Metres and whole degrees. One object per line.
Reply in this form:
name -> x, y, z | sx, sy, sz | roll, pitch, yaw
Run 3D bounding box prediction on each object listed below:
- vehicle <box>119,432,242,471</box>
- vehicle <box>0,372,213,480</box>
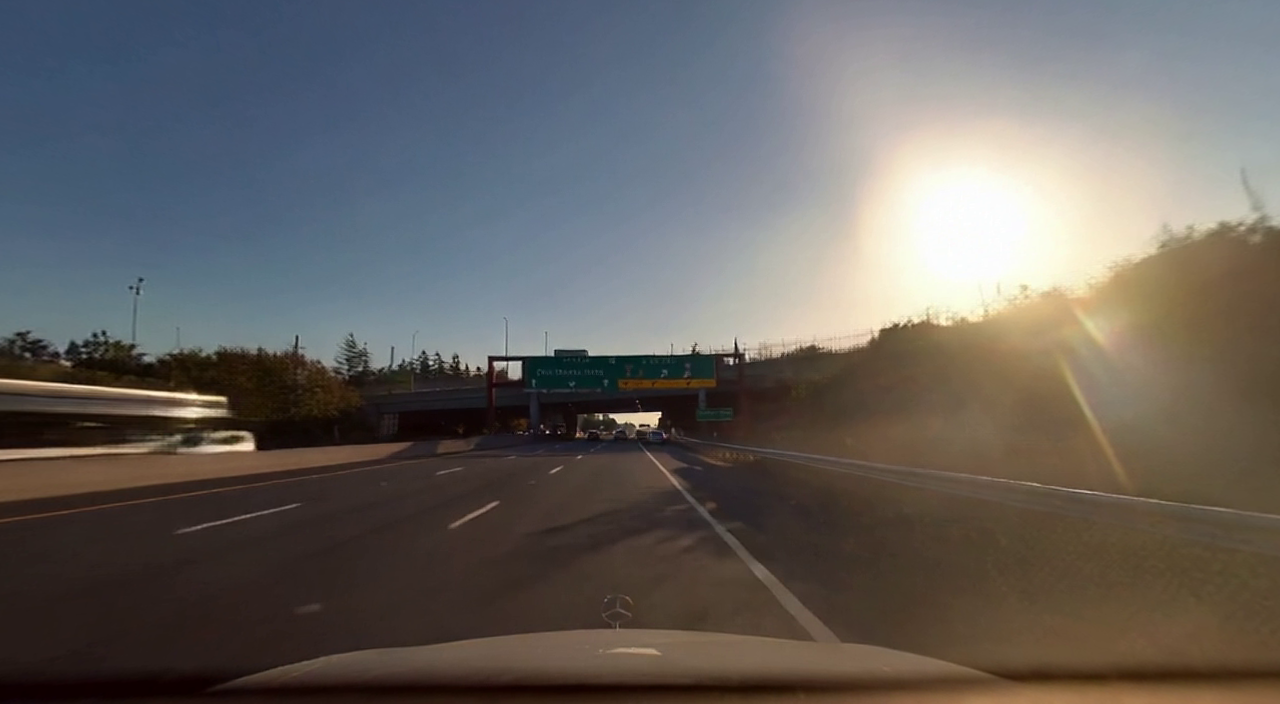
vehicle -> -19.610, 4.230, 27.111 | 2.006, 1.532, 4.335 | 0, -8, 0
vehicle -> -24.178, 3.288, 27.163 | 2.823, 3.783, 12.551 | 0, -8, -1
